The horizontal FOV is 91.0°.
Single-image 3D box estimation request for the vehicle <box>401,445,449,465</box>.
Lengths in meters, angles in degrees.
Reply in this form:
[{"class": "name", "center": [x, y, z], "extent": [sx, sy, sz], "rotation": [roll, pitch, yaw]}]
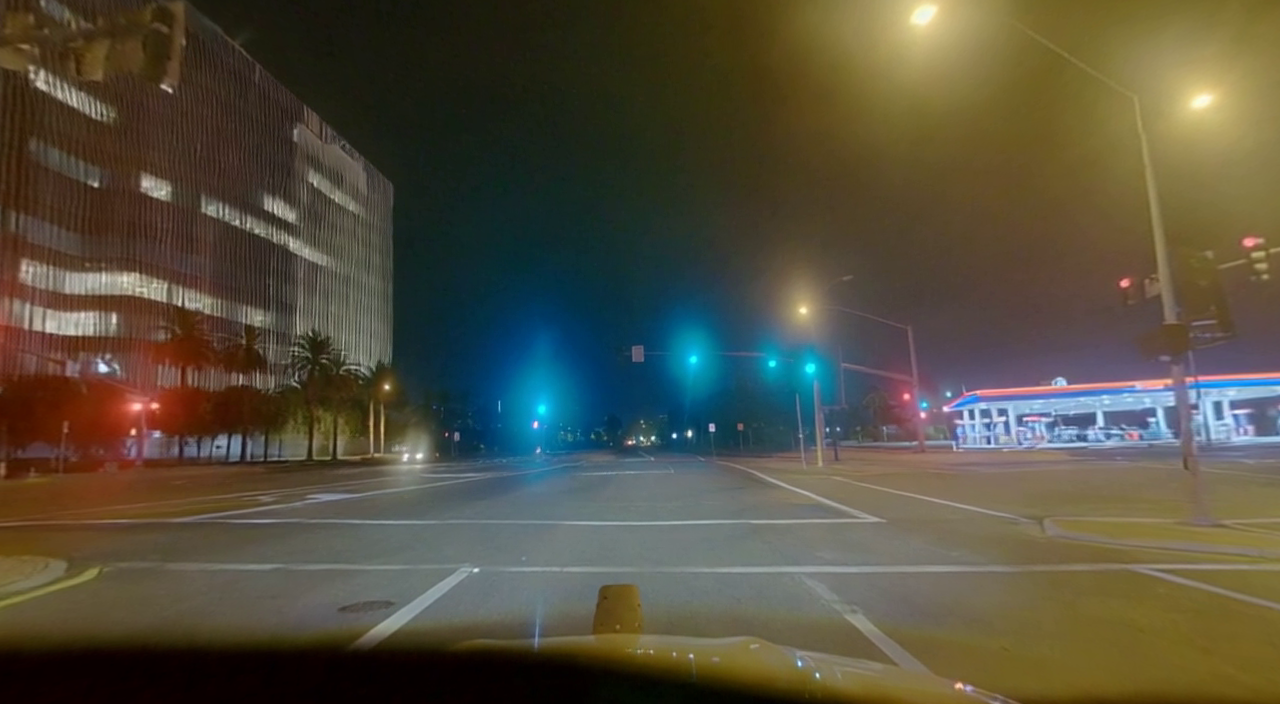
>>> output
[{"class": "vehicle", "center": [-16.377, 7.867, 48.137], "extent": [2.033, 1.467, 4.504], "rotation": [0, -8, 0]}]
